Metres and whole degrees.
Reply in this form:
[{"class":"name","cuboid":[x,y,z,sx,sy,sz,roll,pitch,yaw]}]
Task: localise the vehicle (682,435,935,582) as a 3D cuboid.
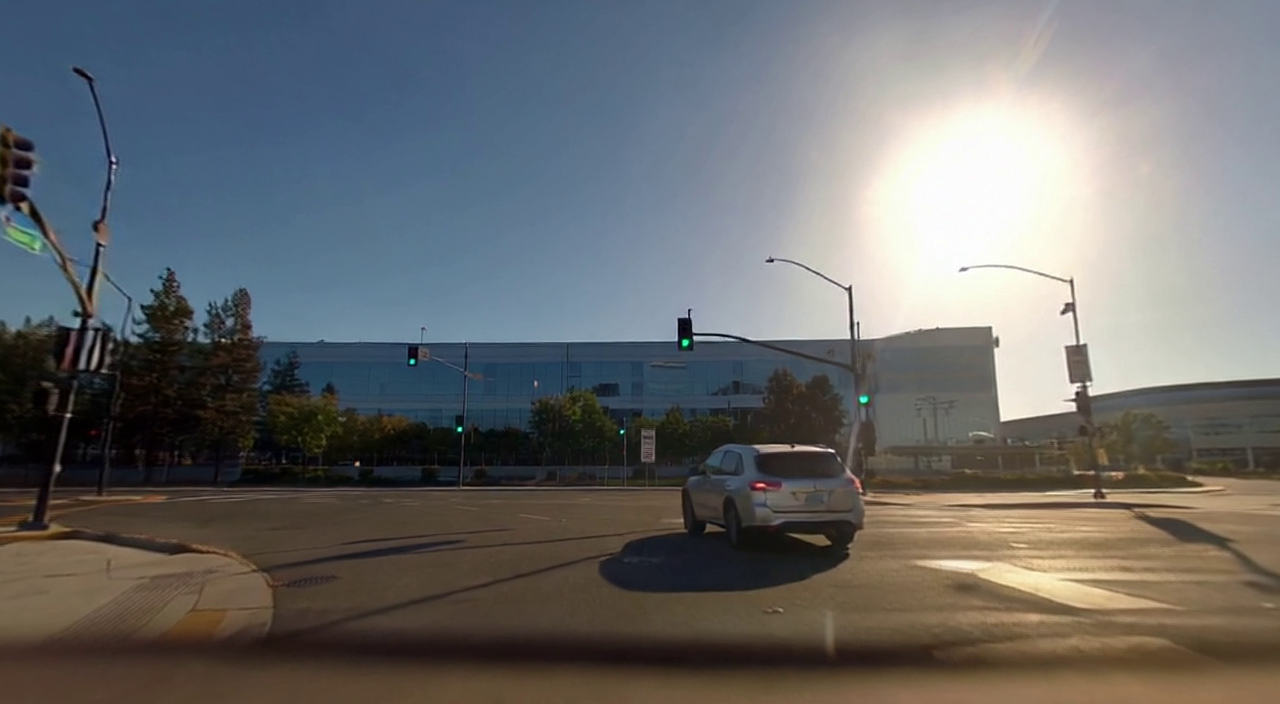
[{"class":"vehicle","cuboid":[2.155,2.126,9.524,1.938,1.648,4.211,2,-9,-12]}]
